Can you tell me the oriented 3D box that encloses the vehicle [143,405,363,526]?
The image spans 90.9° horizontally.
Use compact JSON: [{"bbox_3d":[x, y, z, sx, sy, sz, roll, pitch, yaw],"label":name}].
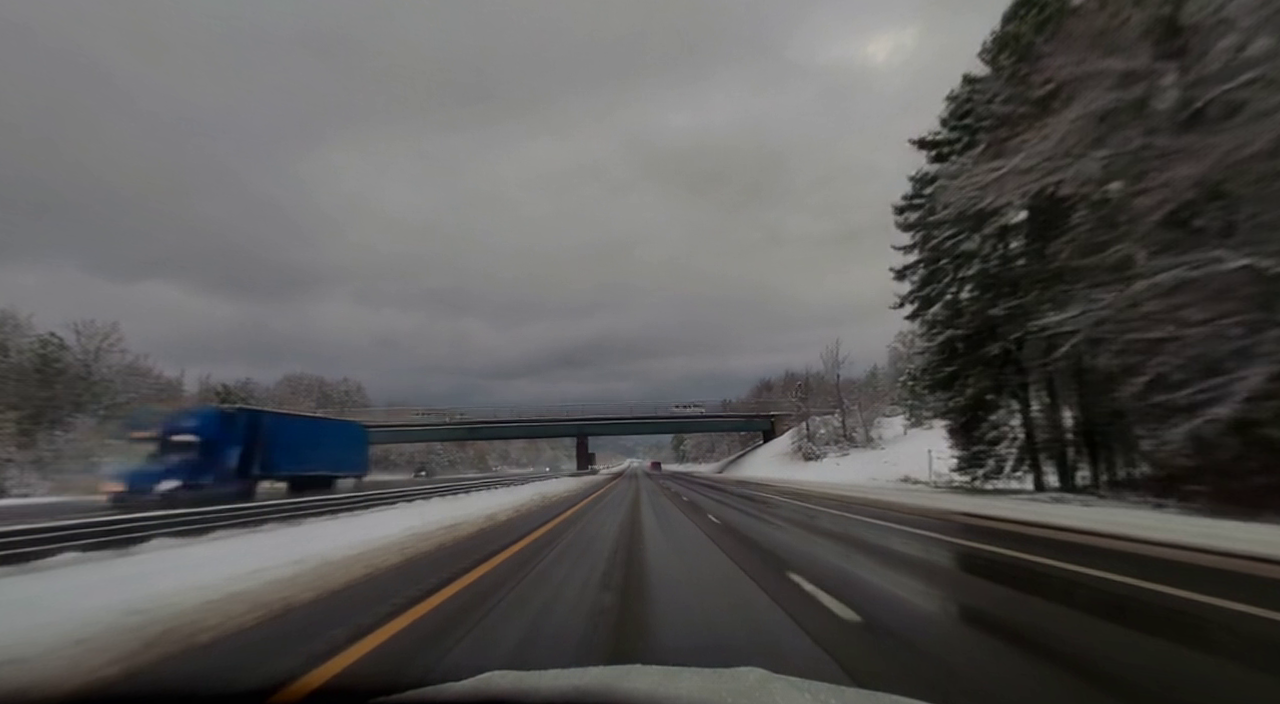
[{"bbox_3d":[-12.892,3.965,22.105,2.833,3.465,7.407,1,-10,0],"label":"vehicle"}]
